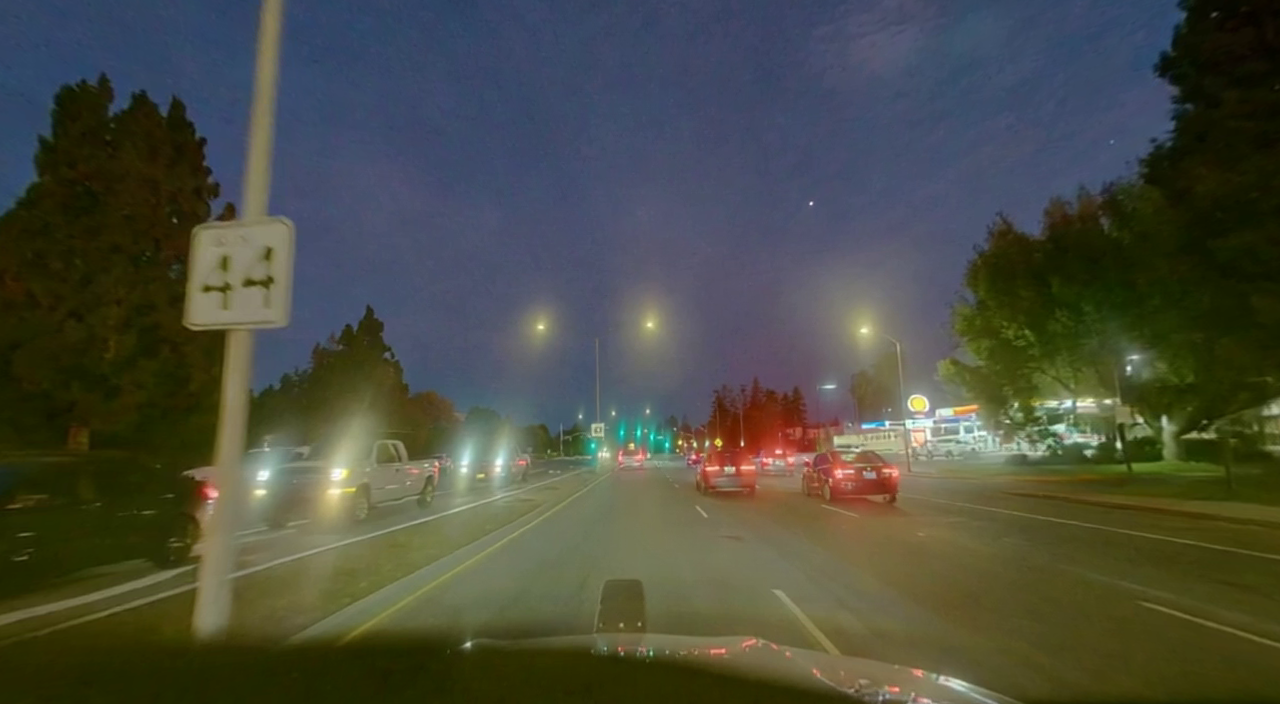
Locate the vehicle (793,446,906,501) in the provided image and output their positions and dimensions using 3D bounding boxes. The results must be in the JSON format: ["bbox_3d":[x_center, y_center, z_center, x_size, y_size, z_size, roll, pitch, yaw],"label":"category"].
[{"bbox_3d":[6.288,3.670,19.466,1.918,1.484,4.456,0,-8,-1],"label":"vehicle"}]

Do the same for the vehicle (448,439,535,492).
[{"bbox_3d":[-5.499,4.267,24.042,2.016,1.770,5.300,0,-8,0],"label":"vehicle"}]

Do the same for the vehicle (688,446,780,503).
[{"bbox_3d":[2.664,3.573,18.820,1.971,1.479,4.493,0,-8,-1],"label":"vehicle"}]

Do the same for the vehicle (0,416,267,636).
[{"bbox_3d":[-5.605,1.423,5.519,1.963,1.576,4.385,-2,-8,0],"label":"vehicle"}]

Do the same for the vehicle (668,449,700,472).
[{"bbox_3d":[2.966,7.462,43.467,1.877,1.502,3.958,0,-8,-1],"label":"vehicle"}]

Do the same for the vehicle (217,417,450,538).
[{"bbox_3d":[-5.697,2.382,12.701,2.187,1.868,5.181,-2,-8,-1],"label":"vehicle"}]
